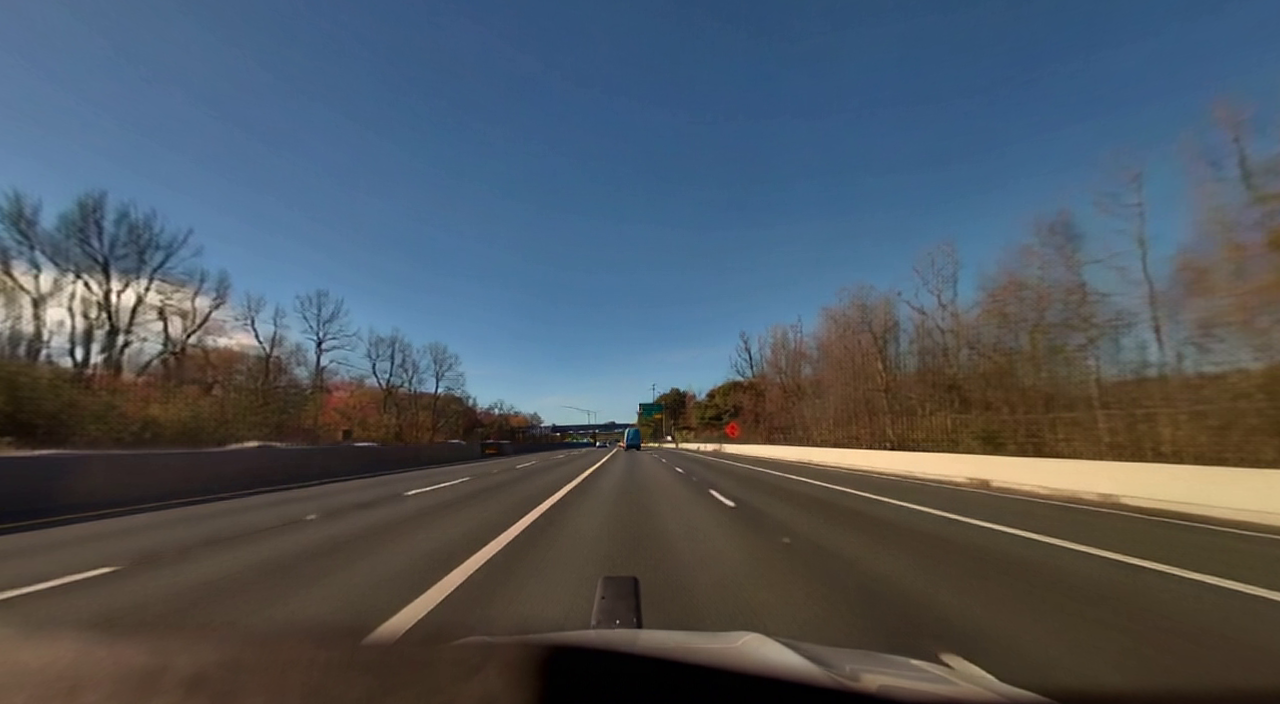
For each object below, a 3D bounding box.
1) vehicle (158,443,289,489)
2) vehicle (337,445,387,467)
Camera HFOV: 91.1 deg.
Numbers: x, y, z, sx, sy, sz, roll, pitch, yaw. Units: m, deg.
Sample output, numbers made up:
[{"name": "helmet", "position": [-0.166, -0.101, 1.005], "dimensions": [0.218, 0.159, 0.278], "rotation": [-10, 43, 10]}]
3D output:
[{"name": "vehicle", "position": [-15.105, 4.122, 23.167], "dimensions": [1.910, 1.451, 4.397], "rotation": [0, -8, -2]}, {"name": "vehicle", "position": [-19.740, 7.374, 44.744], "dimensions": [1.765, 1.465, 3.932], "rotation": [0, -8, 0]}]
